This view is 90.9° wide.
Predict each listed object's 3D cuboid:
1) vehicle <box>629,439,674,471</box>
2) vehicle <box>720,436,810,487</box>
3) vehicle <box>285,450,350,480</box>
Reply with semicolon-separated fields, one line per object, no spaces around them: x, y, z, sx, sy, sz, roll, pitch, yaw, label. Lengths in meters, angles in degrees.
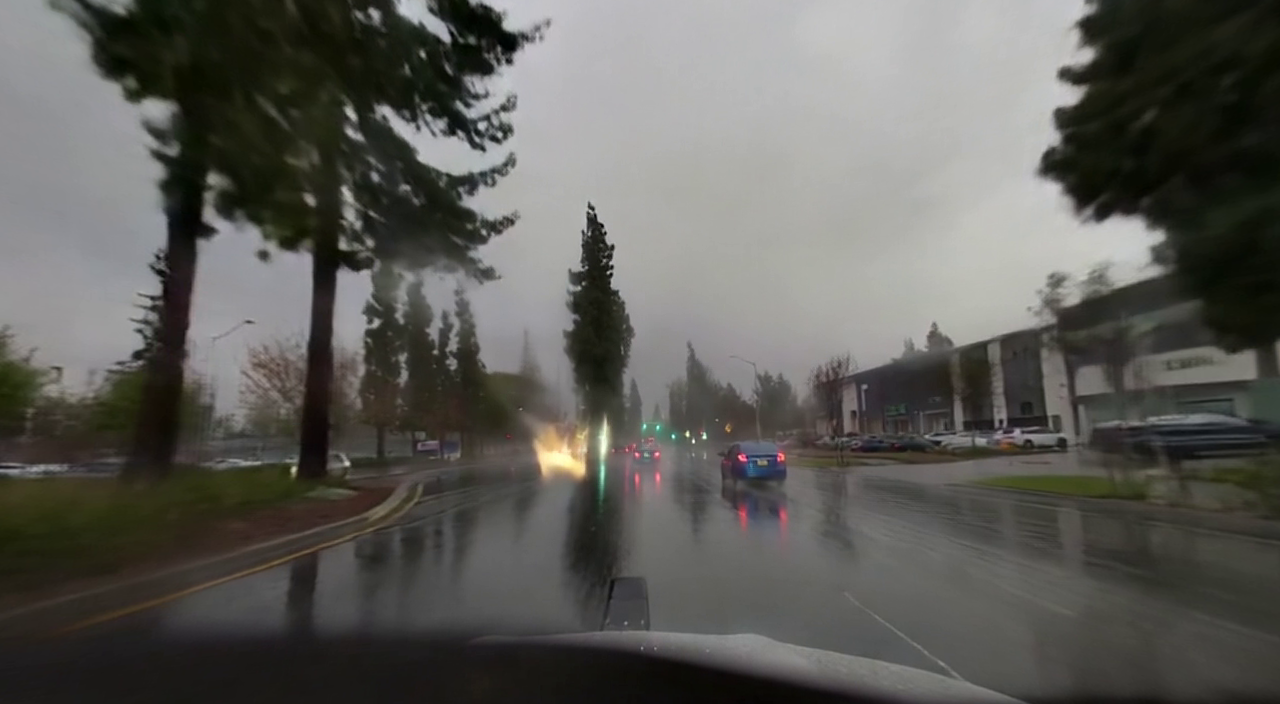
0.548;5.274;32.556;2.144;1.505;4.128;-1;-8;0;vehicle
3.989;3.582;20.970;2.067;1.497;4.327;0;-8;0;vehicle
-21.010;7.342;41.218;1.921;1.728;4.364;-1;-8;0;vehicle
